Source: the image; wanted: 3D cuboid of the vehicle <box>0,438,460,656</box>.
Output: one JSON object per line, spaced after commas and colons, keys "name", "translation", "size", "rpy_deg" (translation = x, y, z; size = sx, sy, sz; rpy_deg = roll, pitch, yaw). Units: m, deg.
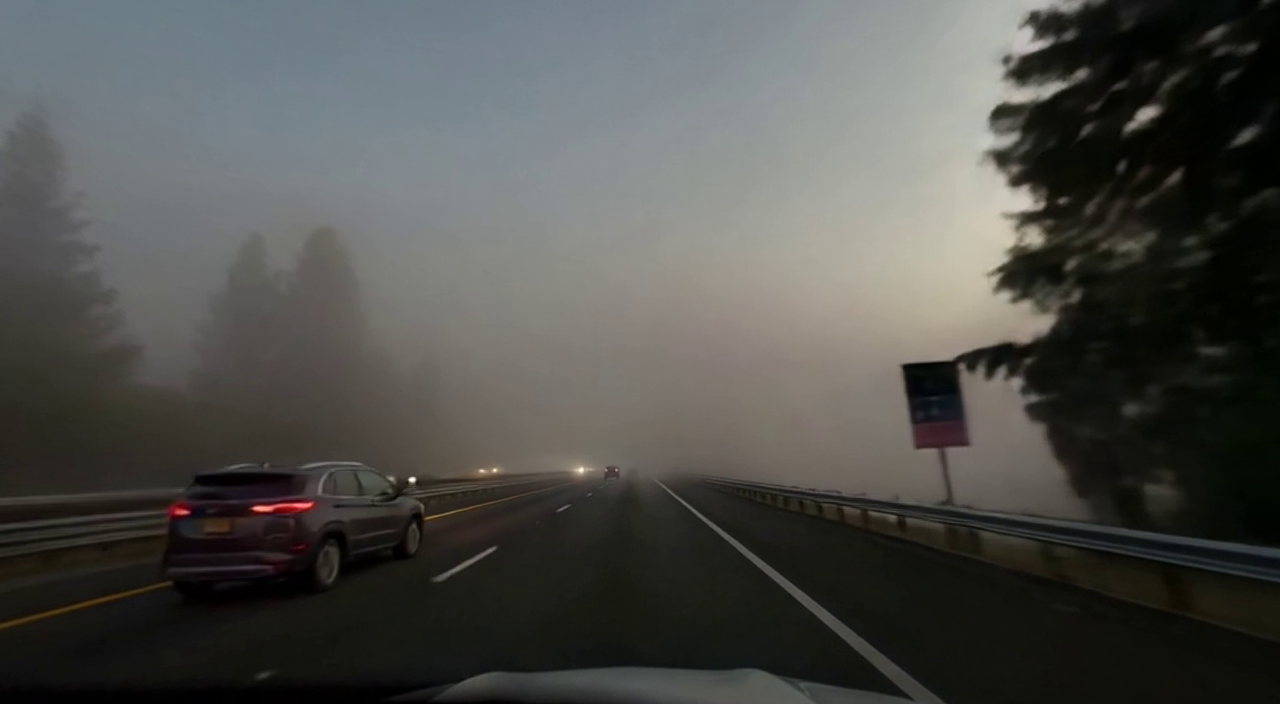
{"name": "vehicle", "translation": [-3.813, 1.801, 6.895], "size": [2.146, 1.441, 5.020], "rpy_deg": [1, -10, 1]}
